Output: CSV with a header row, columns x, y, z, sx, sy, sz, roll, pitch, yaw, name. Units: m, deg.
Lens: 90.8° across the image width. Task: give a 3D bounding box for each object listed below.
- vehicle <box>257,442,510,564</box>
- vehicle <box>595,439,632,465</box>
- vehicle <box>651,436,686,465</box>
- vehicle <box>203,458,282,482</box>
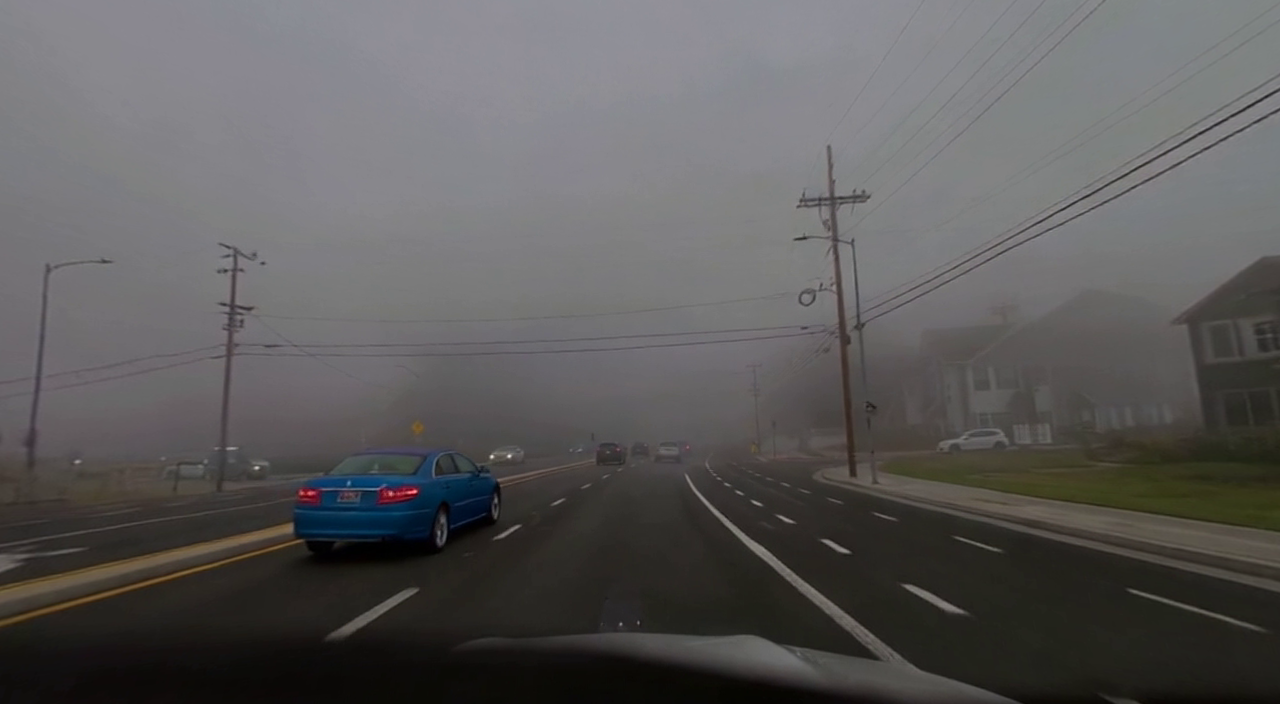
x,y,z,sx,sy,sz,roll,pitch,yaw,name
-3.468,2.092,9.661,1.901,1.409,4.442,0,-8,2,vehicle
-1.756,6.848,43.338,1.899,1.685,4.121,-1,-8,6,vehicle
1.990,6.668,42.812,2.155,1.836,4.250,-1,-8,6,vehicle
-26.203,7.779,41.674,4.240,1.442,1.574,-1,-8,6,vehicle
